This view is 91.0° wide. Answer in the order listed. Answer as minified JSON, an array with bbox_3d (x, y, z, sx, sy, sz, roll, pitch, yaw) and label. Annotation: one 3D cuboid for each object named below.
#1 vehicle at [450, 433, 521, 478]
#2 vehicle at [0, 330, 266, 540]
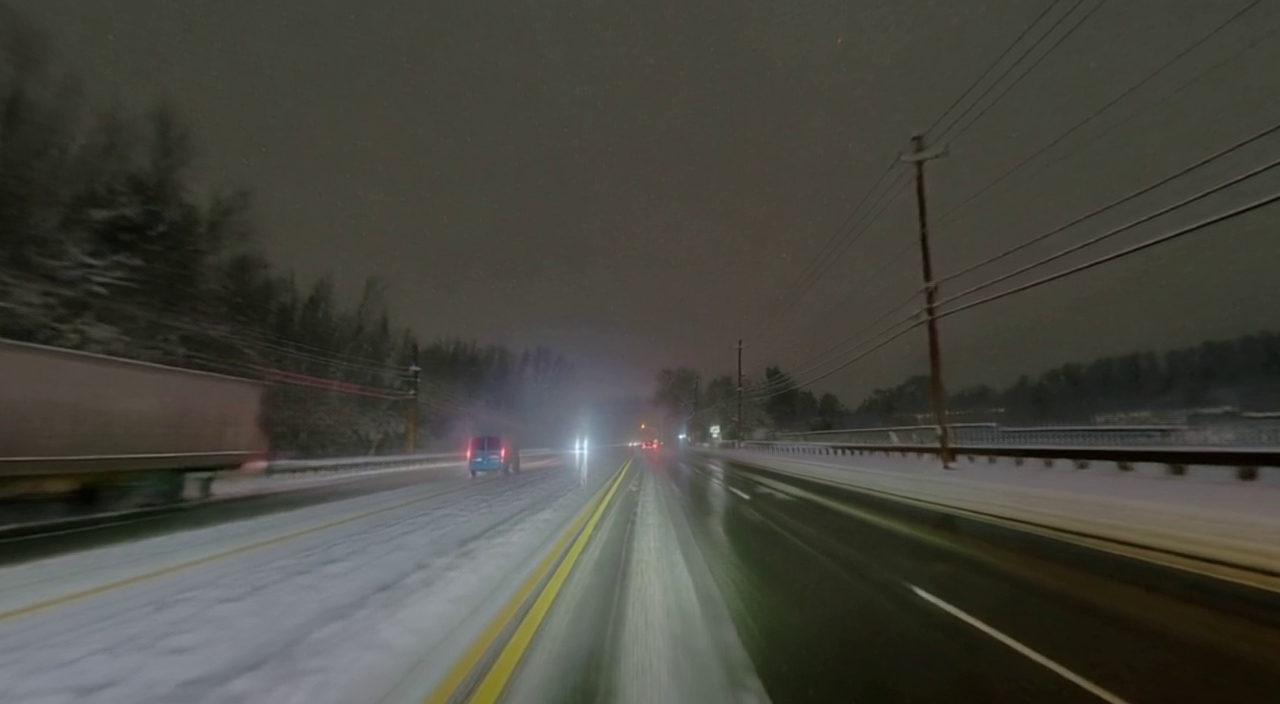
[{"bbox_3d":[-7.070,4.783,29.285,2.068,1.897,4.372,0,-8,1],"label":"vehicle"},{"bbox_3d":[-14.373,1.863,13.987,3.456,4.099,14.212,0,-8,0],"label":"vehicle"}]
